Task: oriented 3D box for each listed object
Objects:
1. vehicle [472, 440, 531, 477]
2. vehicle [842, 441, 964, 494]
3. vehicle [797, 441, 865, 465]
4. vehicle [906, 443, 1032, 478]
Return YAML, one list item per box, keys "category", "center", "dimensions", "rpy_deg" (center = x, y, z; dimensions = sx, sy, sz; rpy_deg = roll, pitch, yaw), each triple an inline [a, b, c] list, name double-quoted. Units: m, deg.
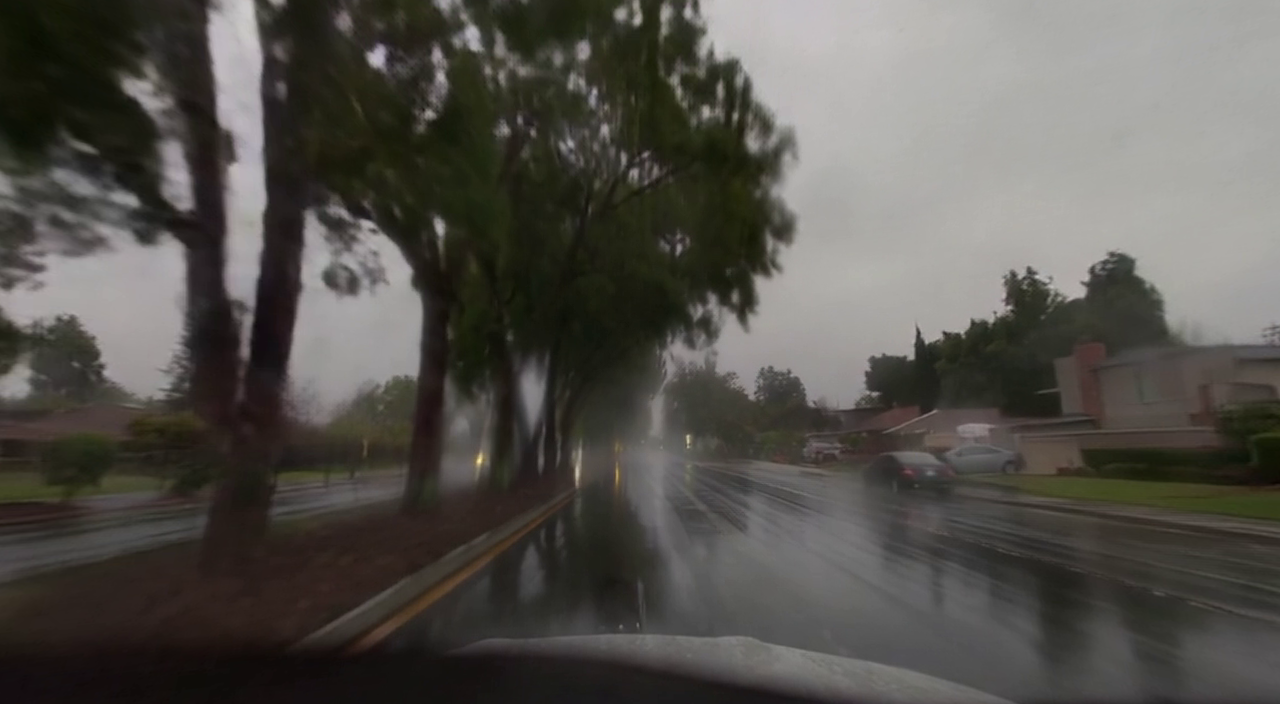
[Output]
- category: "vehicle"
  center: [-7.420, 5.730, 34.163]
  dimensions: [2.019, 1.819, 4.897]
  rpy_deg: [0, -9, 1]
- category: "vehicle"
  center: [8.352, 3.693, 20.511]
  dimensions: [1.940, 1.516, 4.319]
  rpy_deg: [0, -9, -3]
- category: "vehicle"
  center: [14.144, 7.466, 46.704]
  dimensions: [4.386, 1.711, 1.929]
  rpy_deg: [0, -9, -1]
- category: "vehicle"
  center: [15.122, 4.994, 29.135]
  dimensions: [4.644, 1.542, 2.095]
  rpy_deg: [0, -9, 1]
